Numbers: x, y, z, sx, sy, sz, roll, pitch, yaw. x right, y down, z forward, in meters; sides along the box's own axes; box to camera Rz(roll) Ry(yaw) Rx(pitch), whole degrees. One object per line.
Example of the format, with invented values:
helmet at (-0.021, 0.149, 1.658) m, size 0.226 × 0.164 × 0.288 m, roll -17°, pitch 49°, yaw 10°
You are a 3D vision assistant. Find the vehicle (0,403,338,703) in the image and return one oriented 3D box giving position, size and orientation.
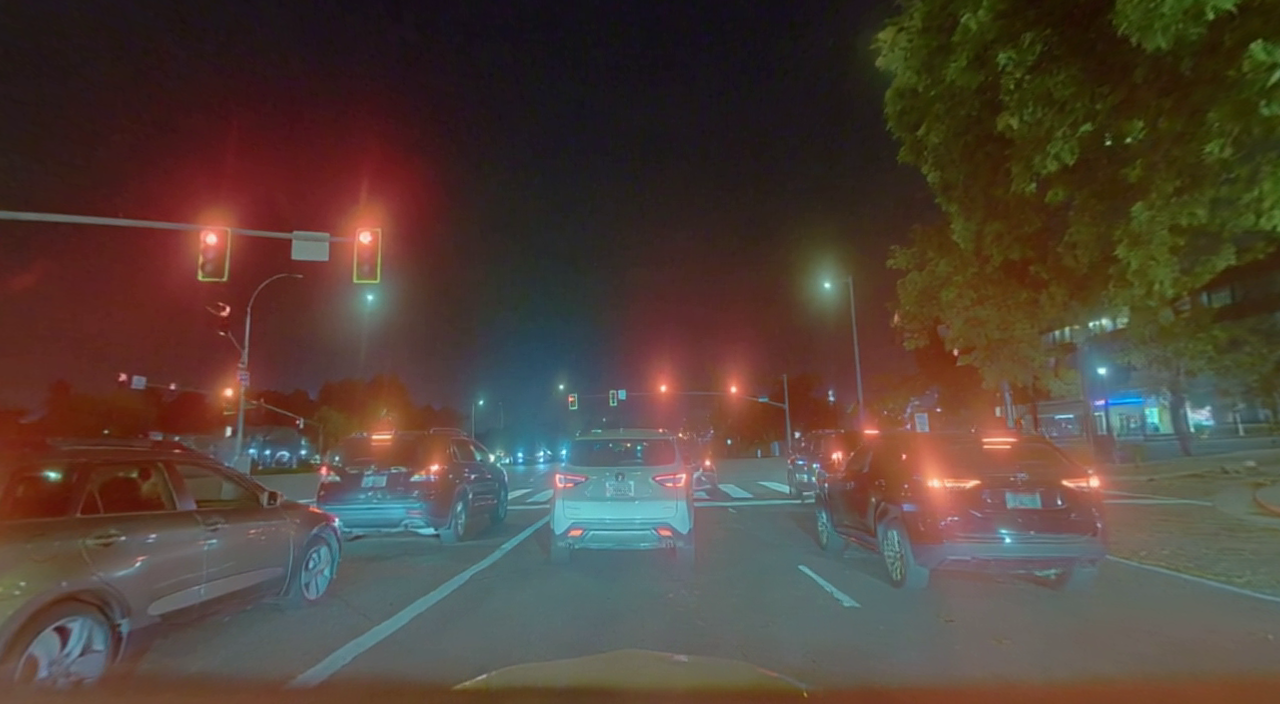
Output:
vehicle at (-3.350, 0.974, 2.555) m, size 1.863 × 1.495 × 4.667 m, roll 0°, pitch -8°, yaw 1°

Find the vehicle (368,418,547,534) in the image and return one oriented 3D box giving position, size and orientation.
vehicle at (-3.203, 2.277, 12.208) m, size 2.048 × 1.805 × 4.405 m, roll 0°, pitch -8°, yaw 1°

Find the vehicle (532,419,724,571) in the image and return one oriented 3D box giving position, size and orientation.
vehicle at (-0.104, 1.848, 8.873) m, size 2.106 × 1.655 × 3.717 m, roll 0°, pitch -8°, yaw 1°

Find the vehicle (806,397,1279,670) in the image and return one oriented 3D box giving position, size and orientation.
vehicle at (3.223, 1.439, 6.174) m, size 2.006 × 1.659 × 4.462 m, roll 0°, pitch -8°, yaw 0°
